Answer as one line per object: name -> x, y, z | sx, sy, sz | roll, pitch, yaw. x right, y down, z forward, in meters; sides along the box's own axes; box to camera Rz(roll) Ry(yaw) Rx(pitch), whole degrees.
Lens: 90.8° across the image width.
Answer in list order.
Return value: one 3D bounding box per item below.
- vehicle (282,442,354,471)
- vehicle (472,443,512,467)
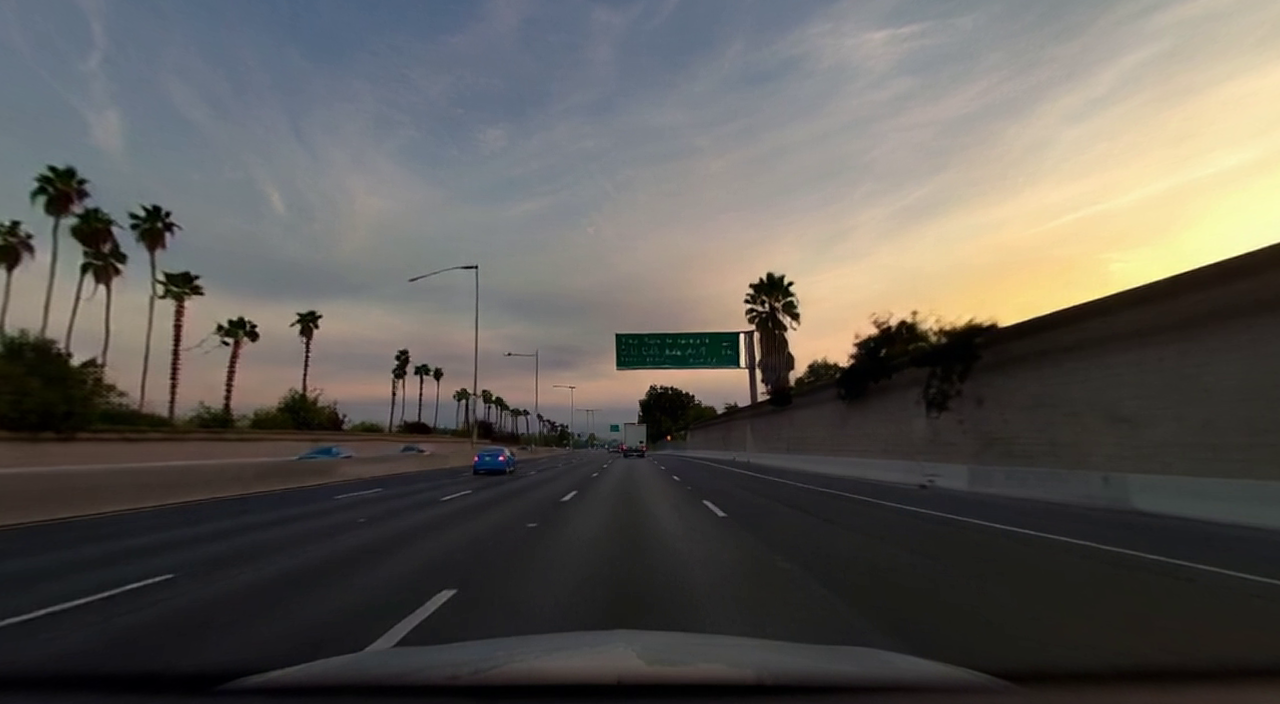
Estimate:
vehicle -> -20.005, 6.490, 39.526 | 2.041, 1.702, 4.717 | 0, -9, -1
vehicle -> -10.679, 7.479, 45.968 | 1.897, 1.653, 4.113 | 0, -9, 0
